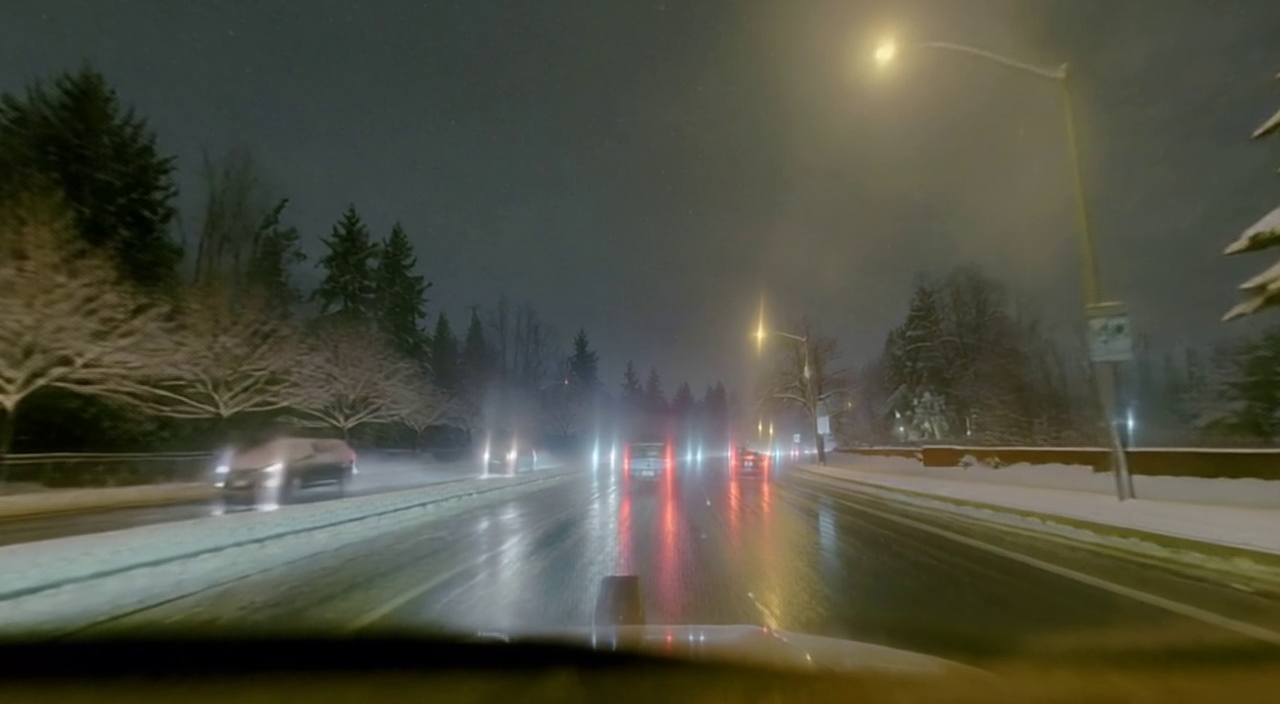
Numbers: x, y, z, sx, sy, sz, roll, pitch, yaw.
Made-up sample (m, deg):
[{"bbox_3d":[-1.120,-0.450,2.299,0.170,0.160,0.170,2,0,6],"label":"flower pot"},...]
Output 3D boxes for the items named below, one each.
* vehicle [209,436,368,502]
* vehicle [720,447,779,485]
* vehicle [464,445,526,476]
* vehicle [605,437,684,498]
[{"bbox_3d":[-10.733,3.589,19.790,2.034,1.791,4.582,-1,-9,5],"label":"vehicle"},{"bbox_3d":[4.584,4.825,26.989,2.147,1.474,4.083,-1,-9,6],"label":"vehicle"},{"bbox_3d":[-8.892,6.679,39.179,2.329,1.757,4.464,-1,-9,7],"label":"vehicle"},{"bbox_3d":[0.277,3.542,19.803,2.105,1.676,4.541,-1,-9,5],"label":"vehicle"}]
